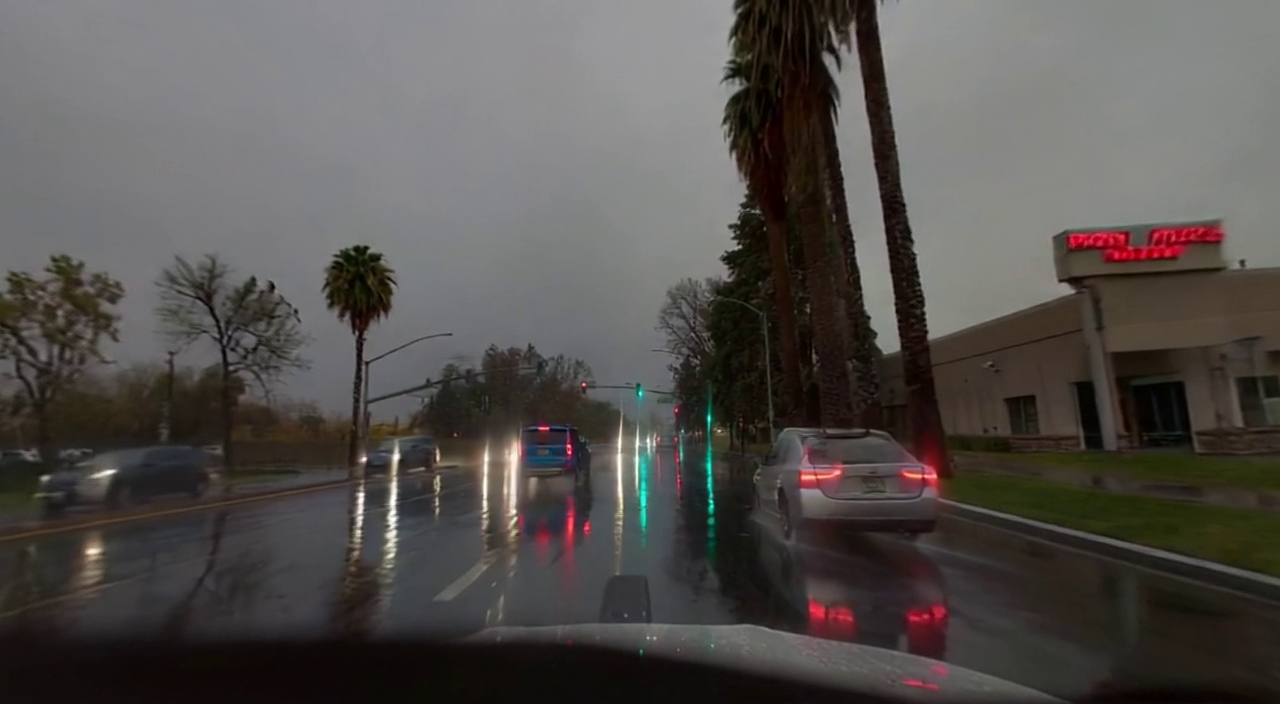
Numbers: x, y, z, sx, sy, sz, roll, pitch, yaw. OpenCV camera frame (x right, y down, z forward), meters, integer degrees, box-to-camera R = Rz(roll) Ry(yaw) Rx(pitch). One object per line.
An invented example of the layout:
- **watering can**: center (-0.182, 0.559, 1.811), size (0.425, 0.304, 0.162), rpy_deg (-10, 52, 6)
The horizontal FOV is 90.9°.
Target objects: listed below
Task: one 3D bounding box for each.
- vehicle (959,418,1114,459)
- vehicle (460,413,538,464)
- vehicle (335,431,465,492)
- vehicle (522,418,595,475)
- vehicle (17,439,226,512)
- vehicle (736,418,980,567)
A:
- **vehicle**: center (15.432, 3.449, 24.865), size (4.680, 1.506, 2.017), rpy_deg (-2, -9, 14)
- **vehicle**: center (-5.785, 3.656, 26.422), size (2.157, 1.942, 4.210), rpy_deg (0, -9, 2)
- **vehicle**: center (-6.487, 3.006, 17.603), size (1.751, 1.445, 4.340), rpy_deg (0, -9, 2)
- **vehicle**: center (-3.019, 3.681, 24.494), size (2.152, 1.987, 4.527), rpy_deg (0, -8, 1)
- **vehicle**: center (-14.264, 3.373, 17.793), size (1.961, 1.757, 4.557), rpy_deg (0, -8, 0)
- **vehicle**: center (2.529, 1.746, 8.626), size (1.919, 1.472, 4.470), rpy_deg (-1, -8, 3)
